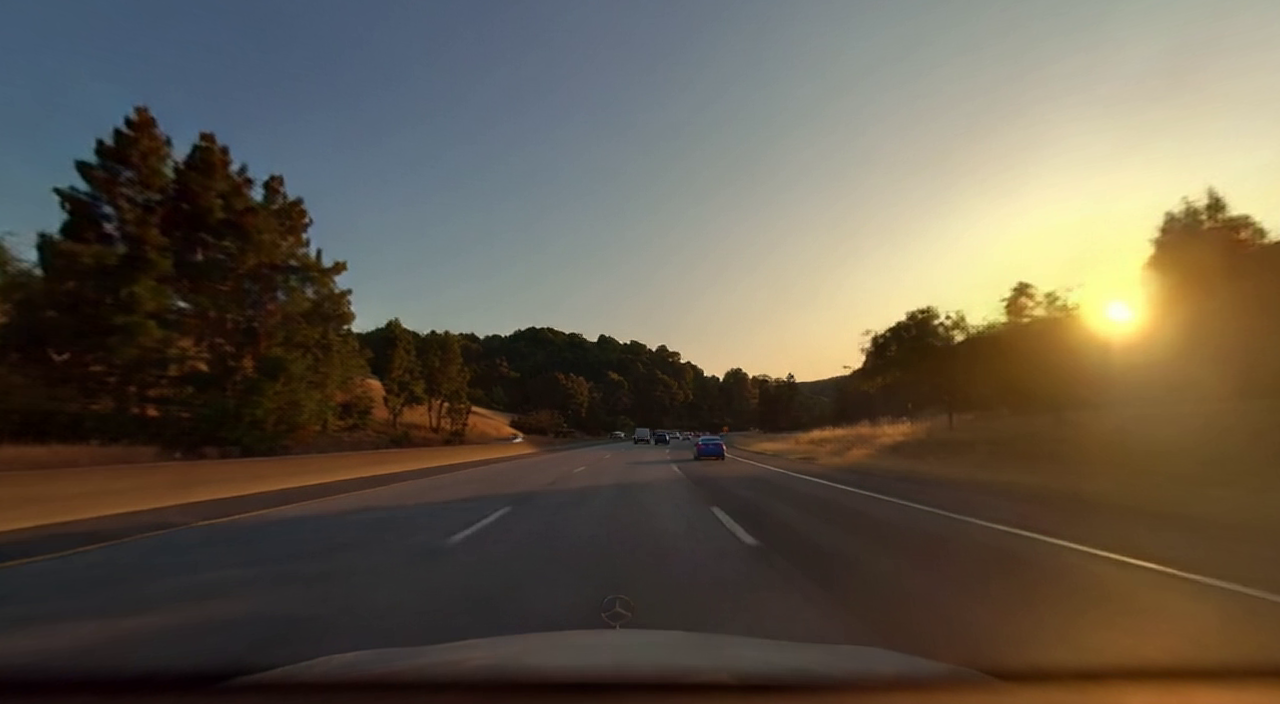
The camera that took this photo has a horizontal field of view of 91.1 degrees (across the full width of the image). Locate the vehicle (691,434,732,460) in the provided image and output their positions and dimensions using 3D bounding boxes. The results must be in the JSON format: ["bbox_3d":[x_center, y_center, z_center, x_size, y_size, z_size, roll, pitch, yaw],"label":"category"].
[{"bbox_3d":[4.214,5.675,37.913,1.982,1.452,4.294,0,-8,0],"label":"vehicle"}]
